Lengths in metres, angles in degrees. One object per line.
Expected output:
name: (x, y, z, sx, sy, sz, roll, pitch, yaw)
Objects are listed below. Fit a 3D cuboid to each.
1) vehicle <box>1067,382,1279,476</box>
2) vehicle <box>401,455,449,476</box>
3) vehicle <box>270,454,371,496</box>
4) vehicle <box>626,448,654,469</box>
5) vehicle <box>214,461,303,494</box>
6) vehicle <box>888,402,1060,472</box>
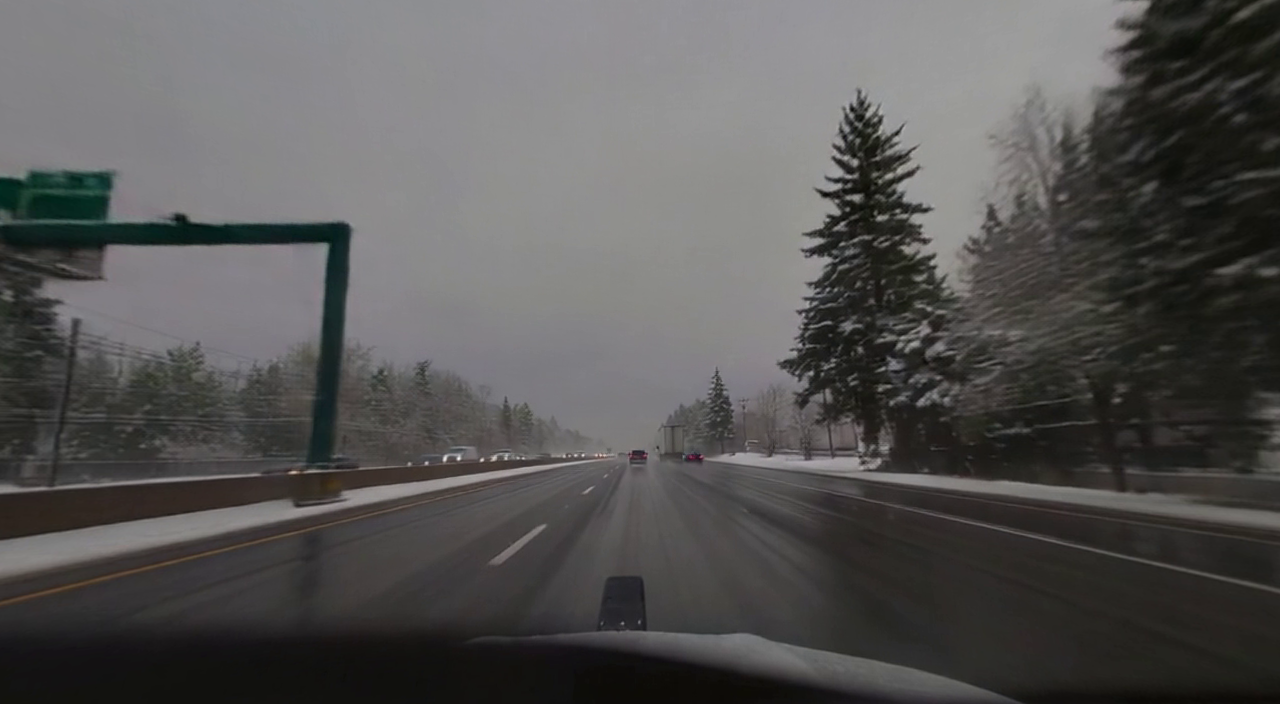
vehicle: (31.660, 4.744, 37.125, 3.055, 4.465, 14.288, 0, -9, 1)
vehicle: (-15.798, 8.345, 46.598, 1.876, 1.435, 4.433, -1, -9, 2)
vehicle: (-11.800, 4.546, 23.557, 1.741, 1.402, 3.772, 0, -9, 1)
vehicle: (-0.016, 8.221, 48.768, 2.111, 1.599, 3.859, 0, -9, 0)
vehicle: (-19.379, 6.357, 32.279, 1.806, 1.470, 4.392, 0, -9, 0)
vehicle: (23.806, 6.534, 47.202, 2.915, 4.218, 17.329, 0, -9, -2)
